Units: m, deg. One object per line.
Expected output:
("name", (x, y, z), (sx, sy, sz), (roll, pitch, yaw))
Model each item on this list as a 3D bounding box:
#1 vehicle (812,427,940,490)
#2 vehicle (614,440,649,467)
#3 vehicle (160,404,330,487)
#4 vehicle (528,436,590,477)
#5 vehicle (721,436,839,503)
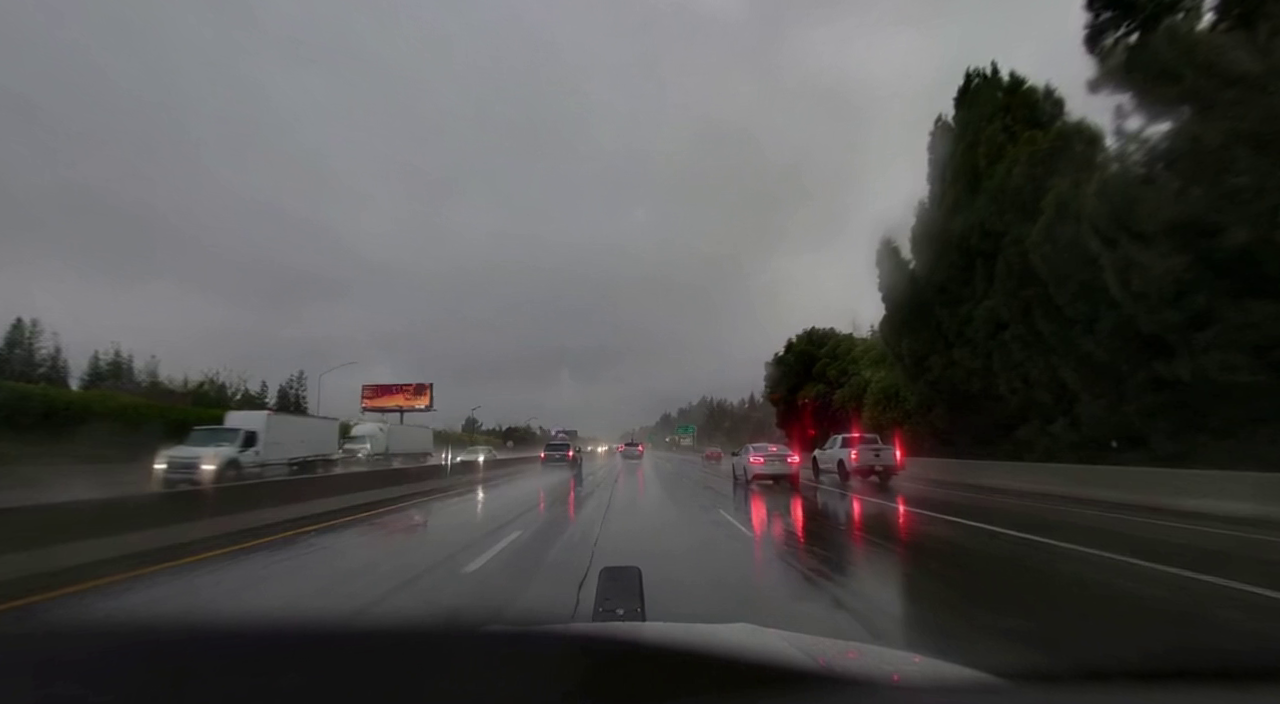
("vehicle", (7.452, 3.428, 20.622), (2.176, 1.793, 4.841), (0, -9, -2))
("vehicle", (-0.561, 6.691, 41.627), (2.191, 1.685, 4.015), (0, -9, 0))
("vehicle", (-18.067, 4.397, 29.757), (3.120, 3.378, 7.577), (0, -9, -1))
("vehicle", (-3.699, 4.895, 29.738), (2.256, 1.756, 4.745), (0, -9, 0))
("vehicle", (3.520, 3.055, 16.842), (1.987, 1.509, 4.512), (0, -9, -1))
